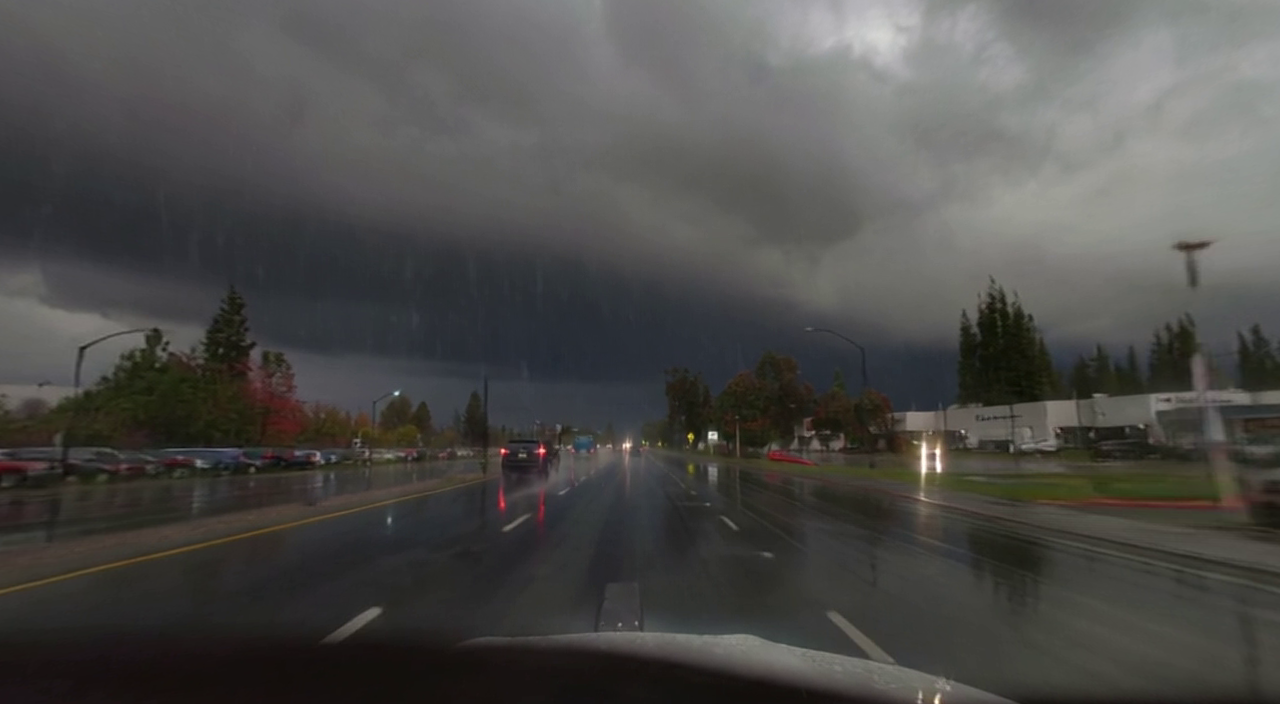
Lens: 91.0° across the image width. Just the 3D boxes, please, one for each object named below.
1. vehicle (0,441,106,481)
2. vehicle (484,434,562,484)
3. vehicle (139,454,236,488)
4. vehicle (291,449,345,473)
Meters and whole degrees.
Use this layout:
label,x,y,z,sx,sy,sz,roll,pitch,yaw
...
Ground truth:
label,x,y,z,sx,sy,sz,roll,pitch,yaw
vehicle,-32.839,5.822,33.892,6.044,2.034,2.218,0,-8,0
vehicle,-4.290,3.993,23.742,2.109,1.672,4.256,0,-8,0
vehicle,-22.838,6.005,31.977,1.858,1.530,4.044,0,-8,0
vehicle,-23.189,7.821,45.477,1.836,1.582,4.075,0,-8,-1
